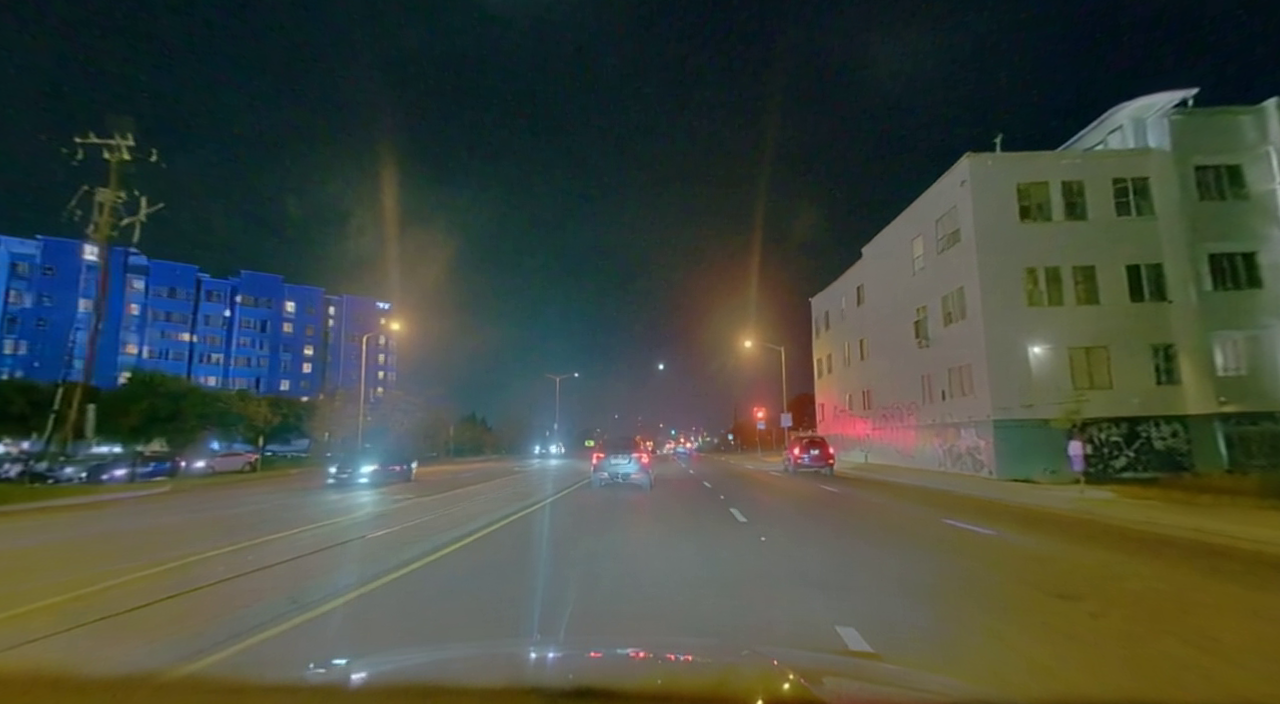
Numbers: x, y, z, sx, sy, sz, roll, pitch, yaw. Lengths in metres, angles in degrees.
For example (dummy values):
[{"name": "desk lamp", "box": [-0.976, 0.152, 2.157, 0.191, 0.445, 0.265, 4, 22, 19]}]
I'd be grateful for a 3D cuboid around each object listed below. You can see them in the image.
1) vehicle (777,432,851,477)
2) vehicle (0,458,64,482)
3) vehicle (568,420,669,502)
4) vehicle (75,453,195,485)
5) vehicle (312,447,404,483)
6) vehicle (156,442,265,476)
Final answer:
[{"name": "vehicle", "box": [7.324, 4.357, 27.028, 1.952, 1.749, 4.311, 0, -8, 0]}, {"name": "vehicle", "box": [-40.598, 7.644, 40.916, 1.908, 1.433, 4.543, -1, -8, 4]}, {"name": "vehicle", "box": [-0.375, 2.749, 16.299, 2.160, 1.786, 4.702, 0, -8, 3]}, {"name": "vehicle", "box": [-26.628, 6.150, 33.363, 4.712, 1.473, 2.083, -3, -9, 5]}, {"name": "vehicle", "box": [-13.008, 5.193, 29.400, 1.842, 1.482, 4.386, -1, -8, 7]}, {"name": "vehicle", "box": [-25.983, 6.468, 38.305, 4.916, 1.826, 2.242, -2, -9, -1]}]
